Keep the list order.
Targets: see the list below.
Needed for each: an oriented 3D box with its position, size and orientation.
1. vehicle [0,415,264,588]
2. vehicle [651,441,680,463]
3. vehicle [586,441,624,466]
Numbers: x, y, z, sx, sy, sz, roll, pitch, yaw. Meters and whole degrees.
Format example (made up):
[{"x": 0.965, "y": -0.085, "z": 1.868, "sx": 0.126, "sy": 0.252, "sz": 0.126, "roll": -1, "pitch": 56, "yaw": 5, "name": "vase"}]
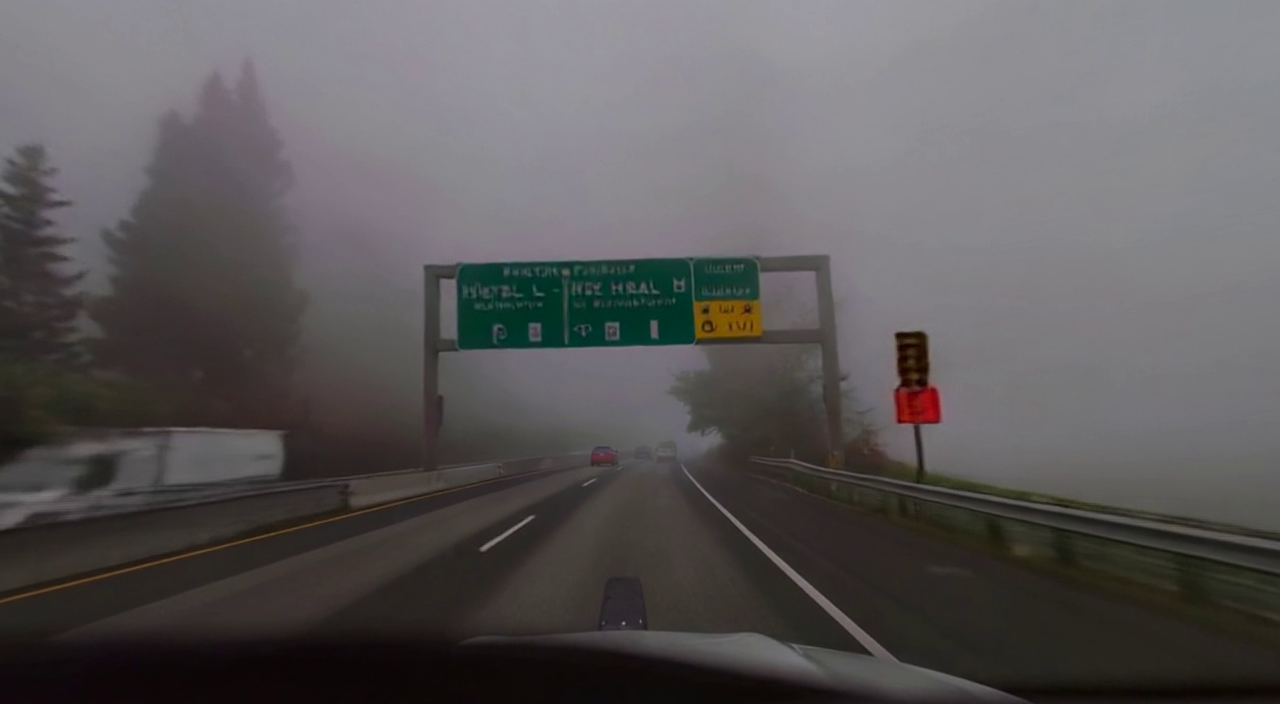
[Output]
[{"x": -10.855, "y": 2.652, "z": 12.174, "sx": 2.476, "sy": 2.598, "sz": 7.227, "roll": 0, "pitch": -8, "yaw": 2, "name": "vehicle"}, {"x": 1.984, "y": 7.614, "z": 48.079, "sx": 2.077, "sy": 1.533, "sz": 3.854, "roll": -1, "pitch": -8, "yaw": 4, "name": "vehicle"}, {"x": -2.221, "y": 6.627, "z": 41.220, "sx": 1.985, "sy": 1.518, "sz": 3.847, "roll": -1, "pitch": -8, "yaw": 4, "name": "vehicle"}]
